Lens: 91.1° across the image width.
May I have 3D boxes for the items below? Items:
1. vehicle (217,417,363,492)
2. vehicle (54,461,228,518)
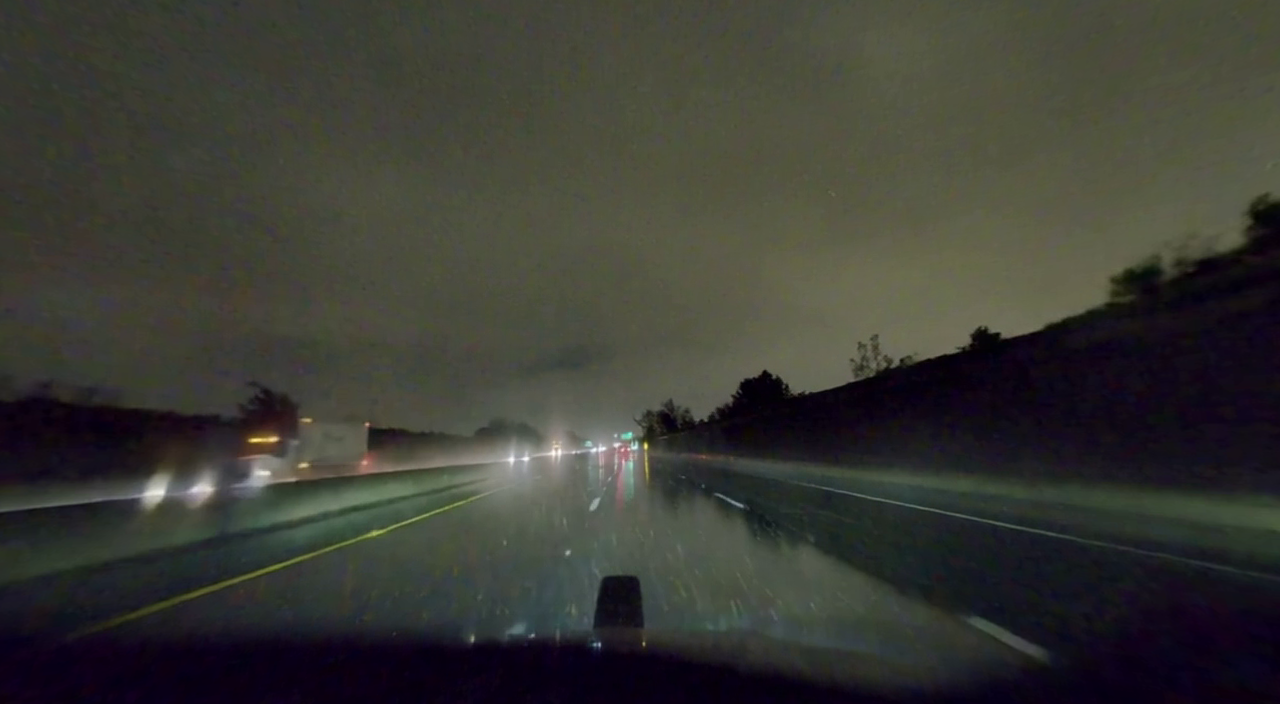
[{"bbox_3d":[-19.765,5.903,36.478,3.225,3.742,9.159,0,-9,-1],"label":"vehicle"},{"bbox_3d":[-15.654,4.292,20.123,1.932,1.495,4.511,0,-9,-2],"label":"vehicle"}]
